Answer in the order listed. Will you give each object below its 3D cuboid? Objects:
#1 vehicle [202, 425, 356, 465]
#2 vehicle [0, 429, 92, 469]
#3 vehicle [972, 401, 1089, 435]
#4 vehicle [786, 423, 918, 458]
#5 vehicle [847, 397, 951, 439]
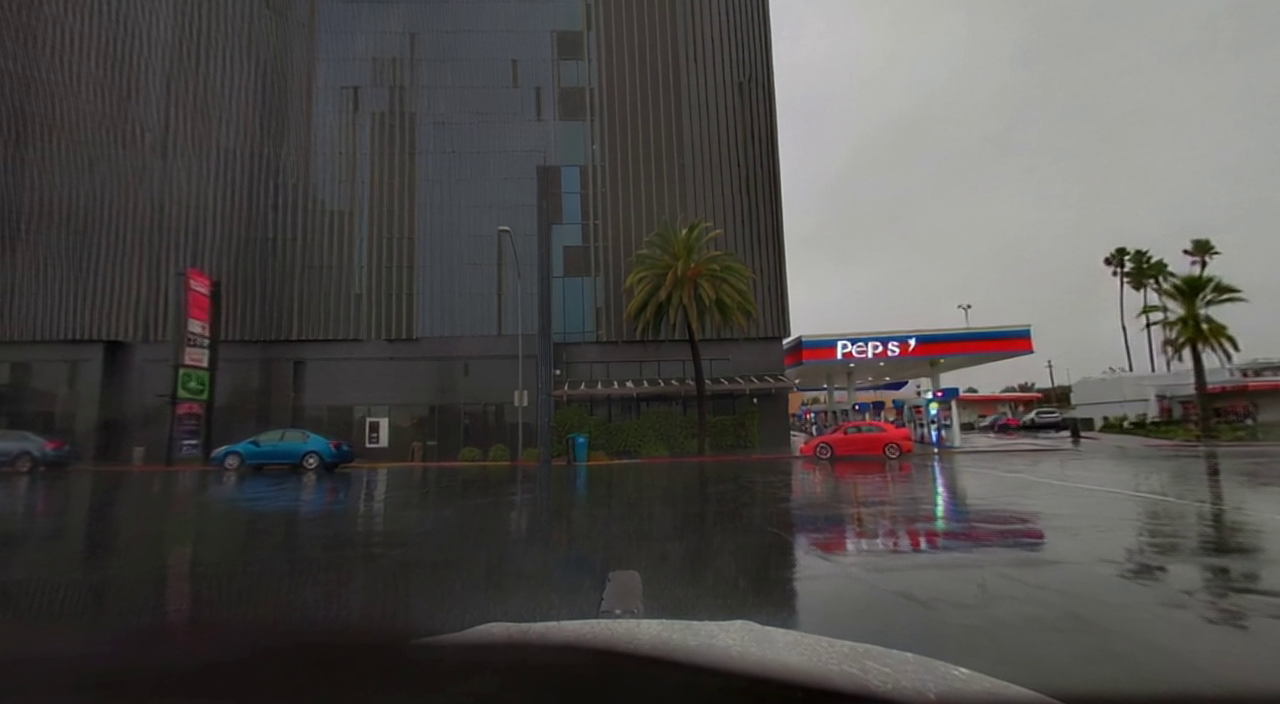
[{"bbox_3d":[-13.939,3.618,24.562,4.857,1.497,1.811,0,-9,2],"label":"vehicle"},{"bbox_3d":[-23.634,3.620,23.707,4.321,1.430,1.775,0,-9,-2],"label":"vehicle"},{"bbox_3d":[28.517,4.832,46.303,7.026,2.329,2.545,1,-6,-4],"label":"vehicle"},{"bbox_3d":[8.608,3.651,25.894,4.782,1.371,1.763,1,-9,-5],"label":"vehicle"},{"bbox_3d":[16.166,4.168,39.665,5.524,2.504,2.196,1,-9,-3],"label":"vehicle"}]
